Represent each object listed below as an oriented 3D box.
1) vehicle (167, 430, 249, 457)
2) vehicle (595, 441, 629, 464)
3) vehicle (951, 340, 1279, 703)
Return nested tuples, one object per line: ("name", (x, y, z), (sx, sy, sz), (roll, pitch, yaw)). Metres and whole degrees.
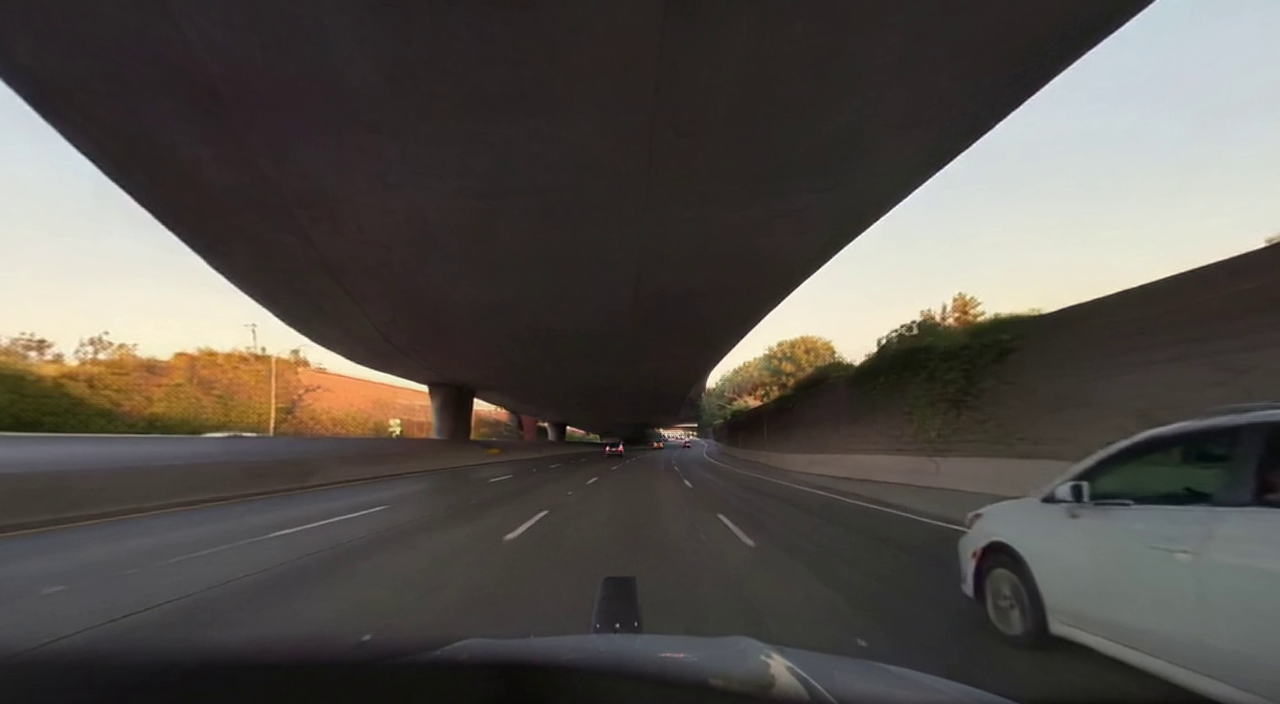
("vehicle", (-25.733, 5.478, 37.701), (1.793, 1.480, 4.260), (0, -8, 2))
("vehicle", (-1.999, 7.364, 46.388), (2.088, 1.565, 4.410), (-1, -8, 3))
("vehicle", (3.468, 0.857, 2.642), (2.090, 1.715, 4.228), (0, -8, -1))
